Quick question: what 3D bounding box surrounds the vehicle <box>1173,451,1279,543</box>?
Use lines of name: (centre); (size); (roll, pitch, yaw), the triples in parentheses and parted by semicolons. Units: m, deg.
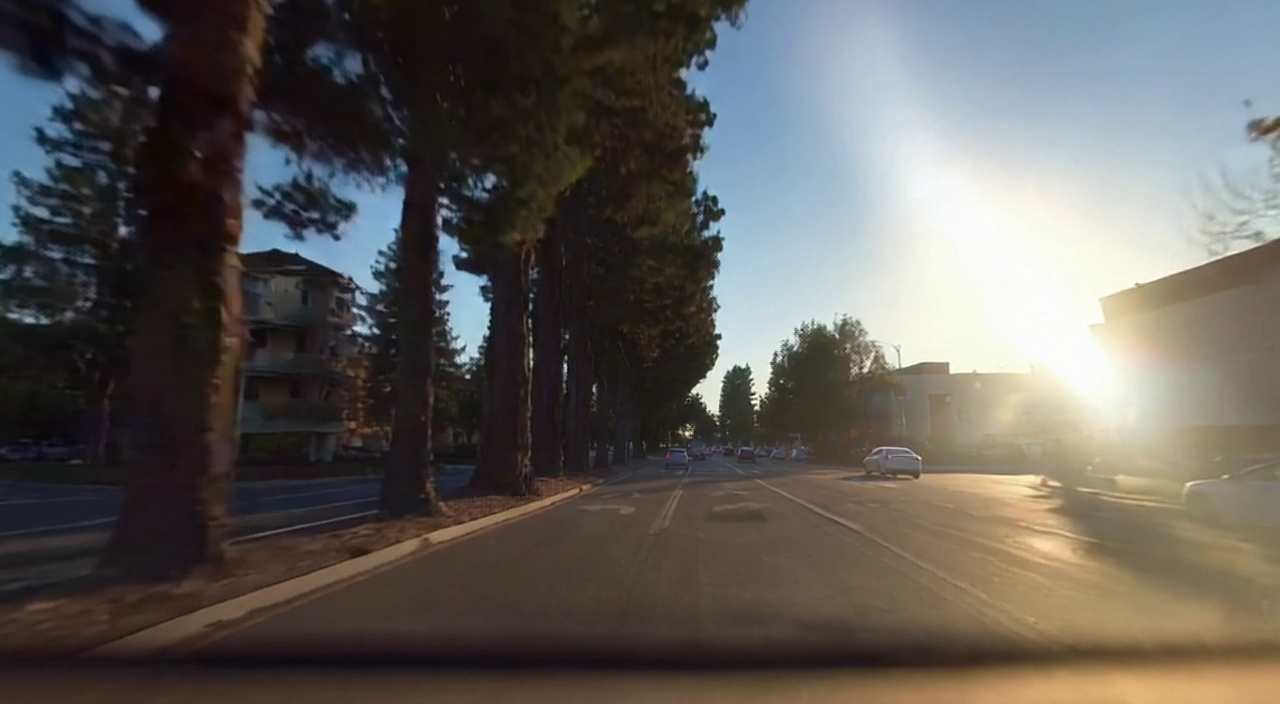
vehicle: (11.606, 2.403, 10.361); (1.888, 1.508, 4.646); (-1, -9, 4)

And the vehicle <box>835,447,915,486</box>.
vehicle: (9.624, 4.695, 26.242); (2.020, 1.472, 3.958); (-1, -9, 4)

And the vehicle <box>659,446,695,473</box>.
vehicle: (2.224, 6.430, 38.043); (2.077, 1.477, 3.897); (0, -8, 3)

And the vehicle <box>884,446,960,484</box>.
vehicle: (13.611, 5.446, 30.756); (1.945, 1.687, 4.292); (-1, -8, 4)
